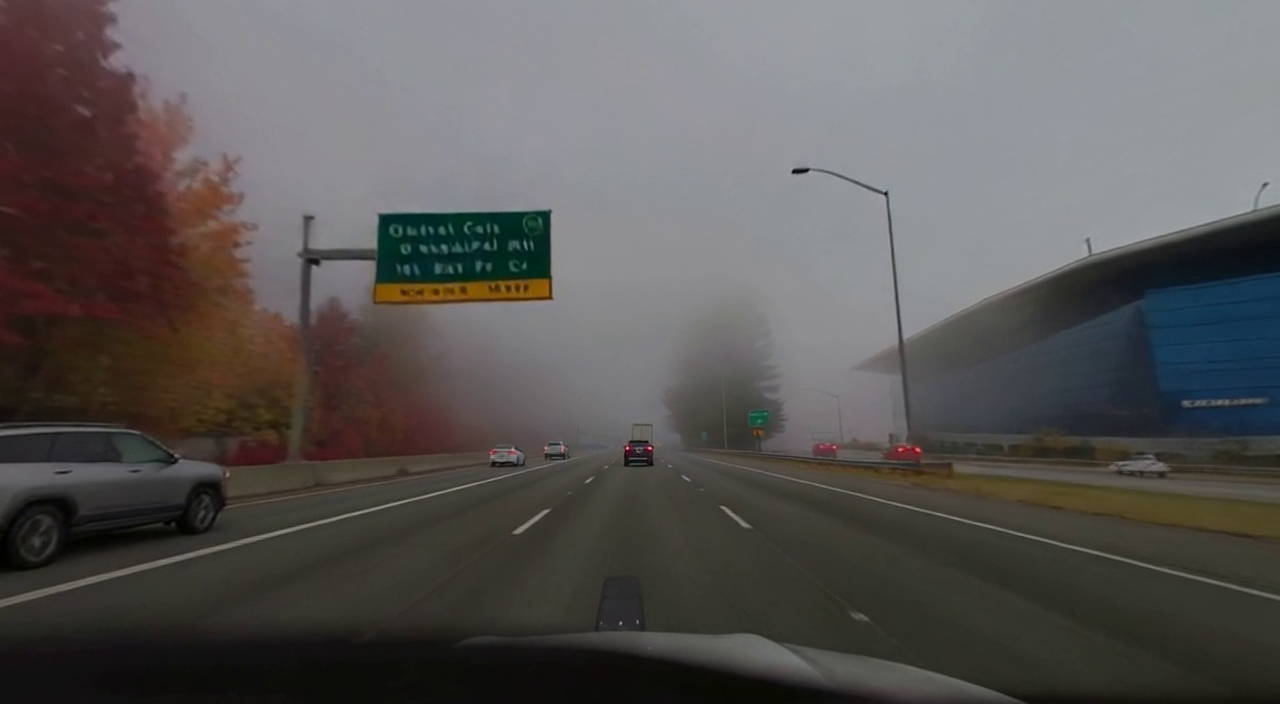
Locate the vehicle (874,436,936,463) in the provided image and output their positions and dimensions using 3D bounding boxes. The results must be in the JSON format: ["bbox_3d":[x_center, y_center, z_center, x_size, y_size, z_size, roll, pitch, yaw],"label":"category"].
[{"bbox_3d":[17.068,6.306,40.771,2.019,1.657,4.582,0,-9,0],"label":"vehicle"}]

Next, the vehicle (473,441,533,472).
[{"bbox_3d":[-7.124,5.493,33.290,2.074,1.495,4.643,0,-9,0],"label":"vehicle"}]

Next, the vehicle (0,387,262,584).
[{"bbox_3d":[-7.125,1.494,7.483,2.146,1.834,4.999,0,-9,0],"label":"vehicle"}]

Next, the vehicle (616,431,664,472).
[{"bbox_3d":[-0.014,5.021,31.889,2.245,1.863,4.801,0,-9,0],"label":"vehicle"}]
